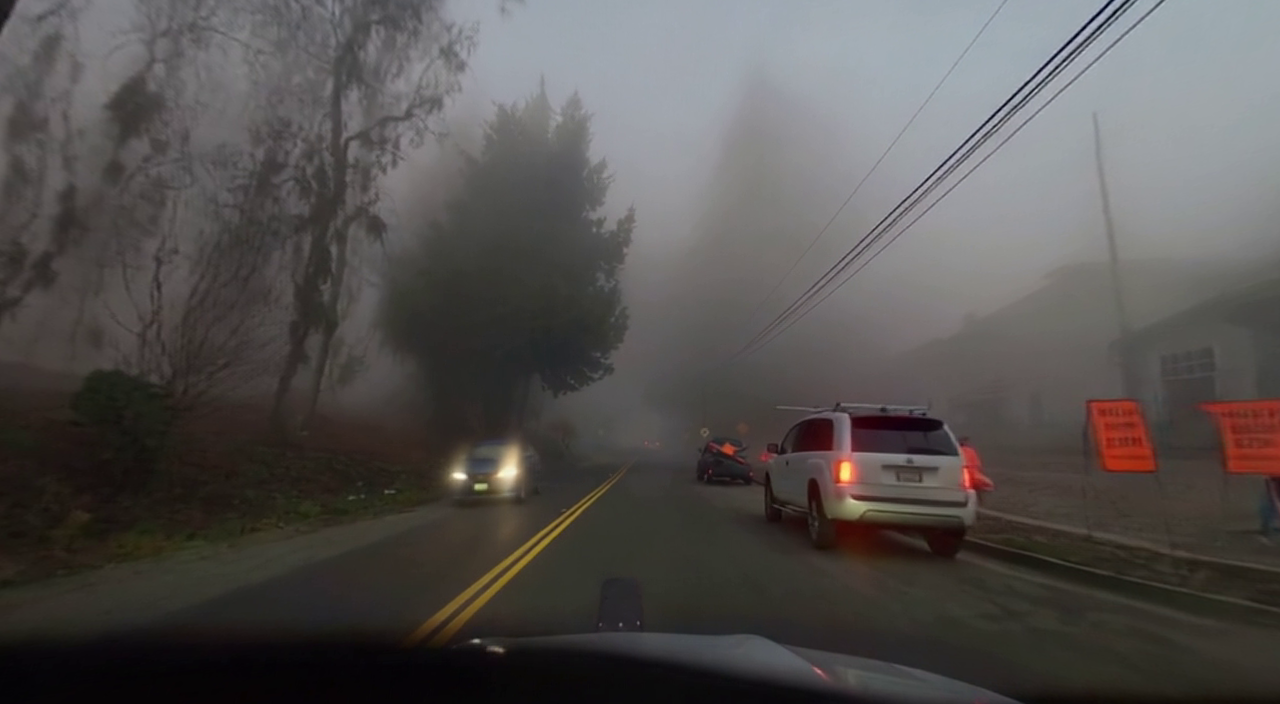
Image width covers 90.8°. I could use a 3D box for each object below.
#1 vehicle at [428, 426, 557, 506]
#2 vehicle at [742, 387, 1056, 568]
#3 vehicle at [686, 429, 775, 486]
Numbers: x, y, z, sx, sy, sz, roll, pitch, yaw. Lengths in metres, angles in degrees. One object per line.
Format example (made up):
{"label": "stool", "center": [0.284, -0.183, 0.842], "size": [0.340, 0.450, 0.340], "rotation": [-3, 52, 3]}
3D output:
{"label": "vehicle", "center": [-3.493, 2.799, 15.919], "size": [2.078, 1.716, 4.367], "rotation": [0, -9, 1]}
{"label": "vehicle", "center": [3.529, 1.926, 10.554], "size": [2.759, 2.114, 6.152], "rotation": [0, -9, 2]}
{"label": "vehicle", "center": [3.466, 4.244, 25.832], "size": [2.617, 2.020, 6.531], "rotation": [0, -9, -1]}
